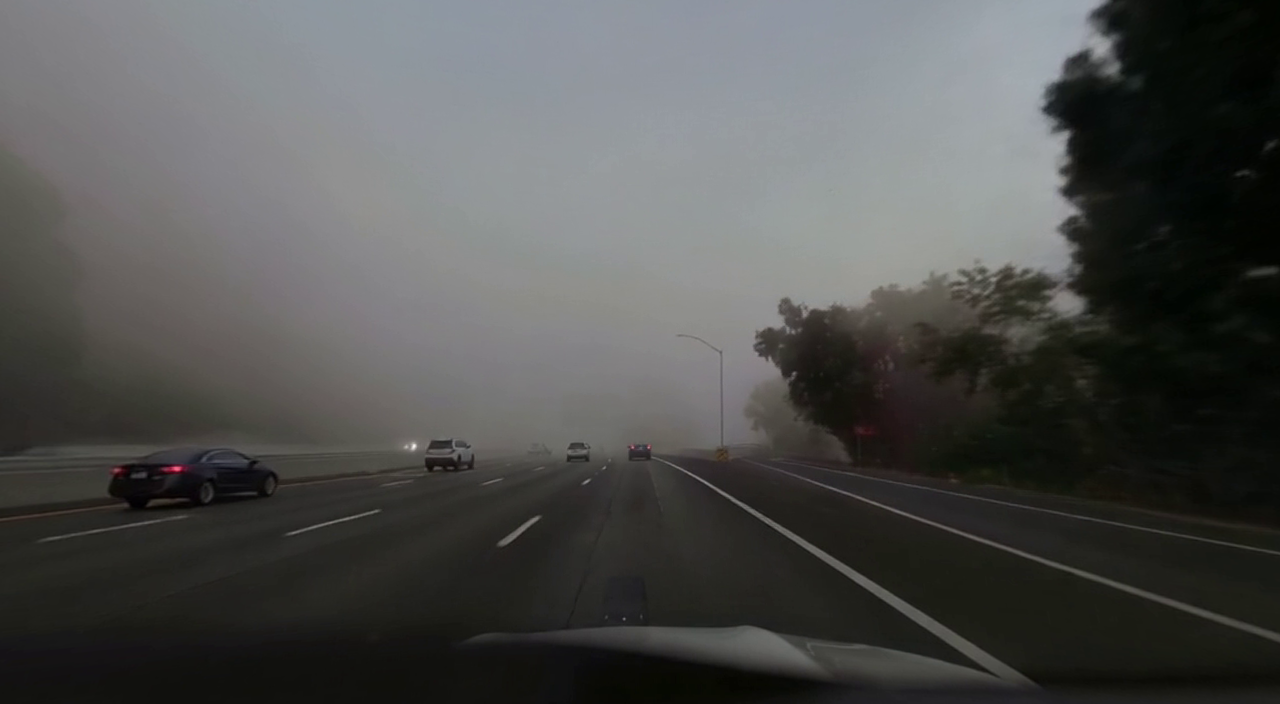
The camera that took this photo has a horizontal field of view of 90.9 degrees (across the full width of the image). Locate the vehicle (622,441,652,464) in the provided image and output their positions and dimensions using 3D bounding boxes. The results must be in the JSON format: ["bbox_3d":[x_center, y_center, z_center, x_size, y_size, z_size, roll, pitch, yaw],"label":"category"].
[{"bbox_3d":[-0.233,6.688,41.951,1.881,1.460,3.694,0,-9,-1],"label":"vehicle"}]

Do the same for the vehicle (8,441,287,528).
[{"bbox_3d":[-9.833,2.644,13.335,1.935,1.474,5.033,0,-9,-2],"label":"vehicle"}]

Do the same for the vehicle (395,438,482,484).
[{"bbox_3d":[-7.795,4.235,24.849,2.086,1.628,4.039,0,-9,0],"label":"vehicle"}]

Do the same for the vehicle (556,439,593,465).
[{"bbox_3d":[-4.245,6.565,41.569,1.991,1.610,4.606,0,-9,-1],"label":"vehicle"}]
